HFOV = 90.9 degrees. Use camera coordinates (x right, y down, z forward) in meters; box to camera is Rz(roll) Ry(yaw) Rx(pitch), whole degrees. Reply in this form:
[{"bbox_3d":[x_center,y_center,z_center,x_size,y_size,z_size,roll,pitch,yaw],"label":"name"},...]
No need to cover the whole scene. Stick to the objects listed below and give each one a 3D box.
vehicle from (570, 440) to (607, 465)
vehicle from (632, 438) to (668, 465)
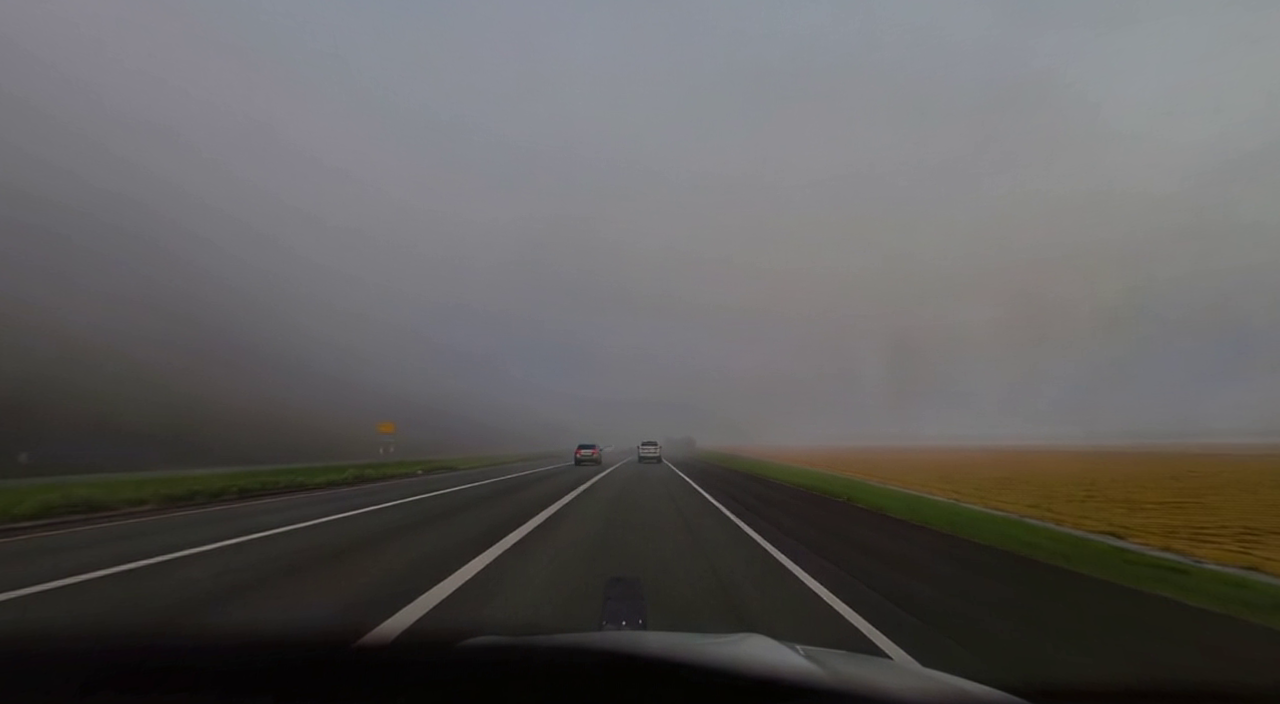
[{"bbox_3d":[-3.475,6.888,43.396,2.028,1.634,4.441,0,-8,1],"label":"vehicle"},{"bbox_3d":[0.639,6.649,42.478,2.259,1.697,4.106,0,-8,0],"label":"vehicle"}]
